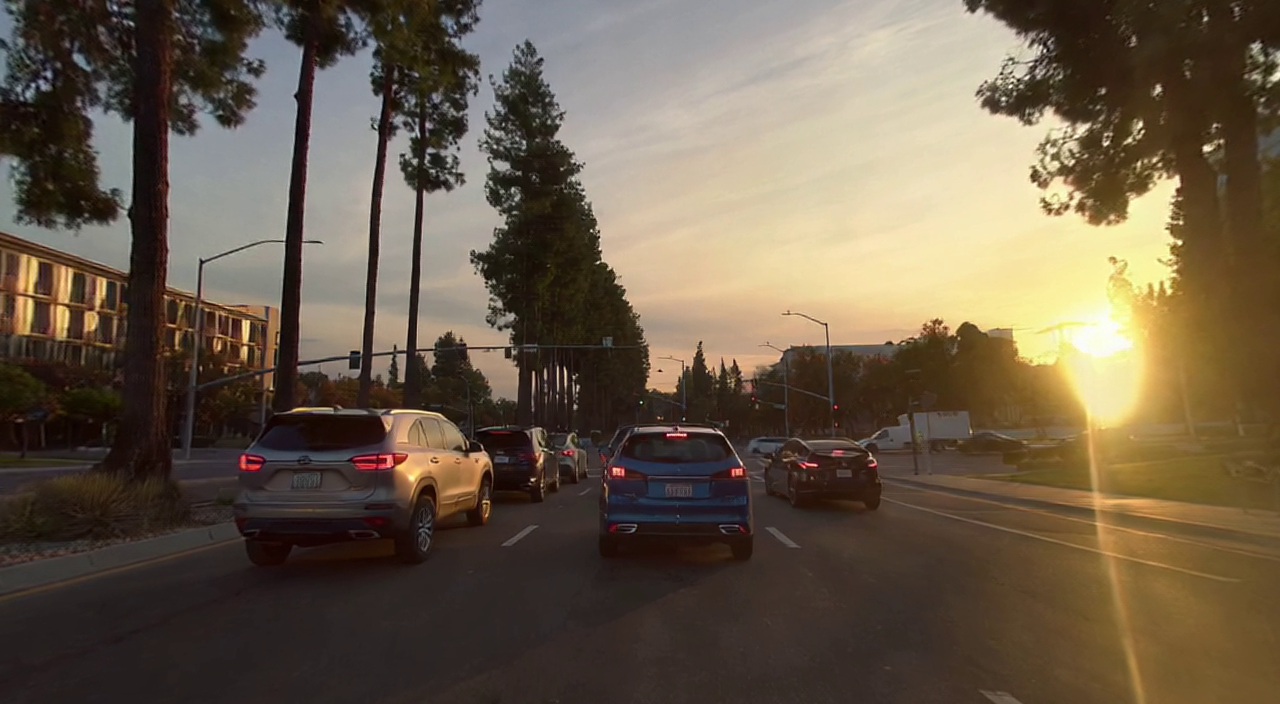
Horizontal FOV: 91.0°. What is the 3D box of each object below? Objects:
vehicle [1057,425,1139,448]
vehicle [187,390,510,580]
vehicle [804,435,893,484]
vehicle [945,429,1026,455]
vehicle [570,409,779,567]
[{"bbox_3d":[33.450,6.248,46.143,4.632,1.580,1.801,-5,-10,30],"label":"vehicle"},{"bbox_3d":[-3.254,1.595,8.283,2.085,1.812,4.388,0,-8,0],"label":"vehicle"},{"bbox_3d":[7.449,3.861,22.972,2.067,1.599,4.251,-1,-8,5],"label":"vehicle"},{"bbox_3d":[23.293,6.090,42.652,4.629,1.687,1.824,-4,-9,24],"label":"vehicle"},{"bbox_3d":[0.386,1.746,8.774,2.189,1.649,4.171,0,-8,1],"label":"vehicle"}]
